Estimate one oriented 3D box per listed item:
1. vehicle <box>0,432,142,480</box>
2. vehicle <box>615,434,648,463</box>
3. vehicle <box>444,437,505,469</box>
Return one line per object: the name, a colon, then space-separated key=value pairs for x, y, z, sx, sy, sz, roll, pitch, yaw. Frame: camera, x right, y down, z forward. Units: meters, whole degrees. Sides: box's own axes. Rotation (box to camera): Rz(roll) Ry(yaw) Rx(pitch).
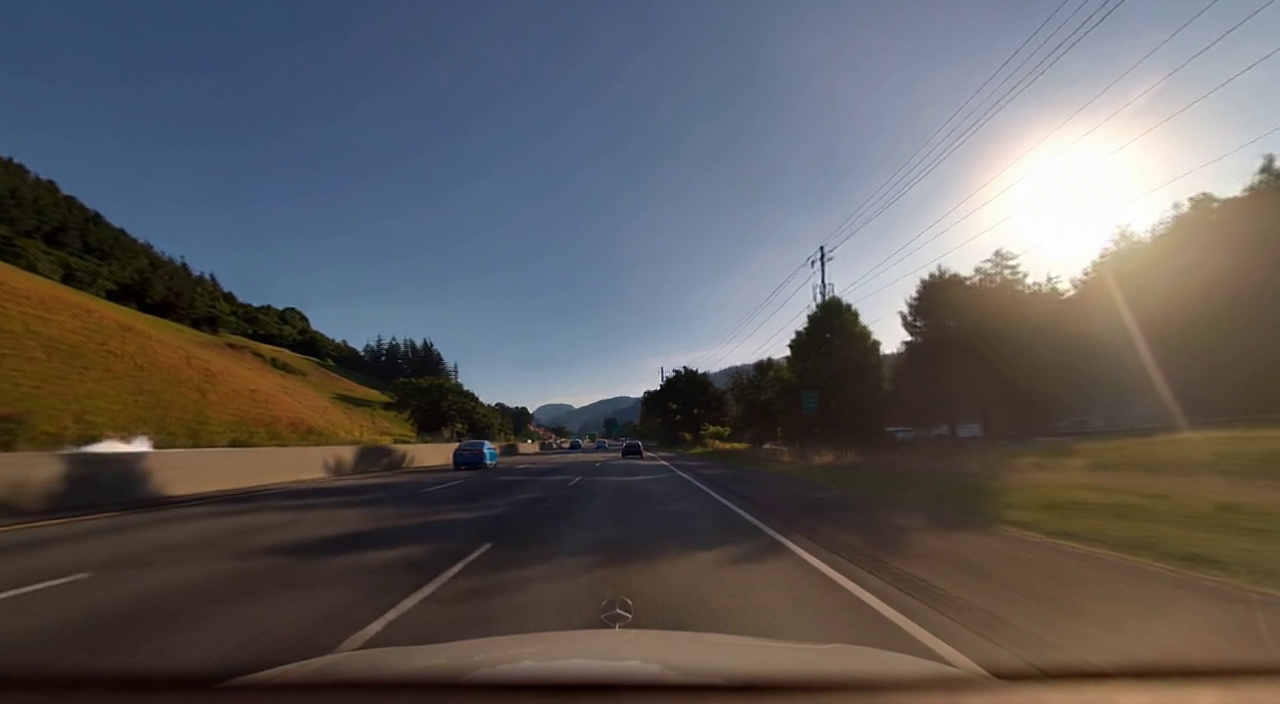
vehicle: x=-20.065 y=3.570 z=21.827 sx=1.896 sy=1.464 sz=4.522 roll=0 pitch=-8 yaw=-1
vehicle: x=-0.539 y=6.247 z=40.896 sx=2.040 sy=1.715 sz=3.906 roll=0 pitch=-8 yaw=-1
vehicle: x=-8.488 y=5.215 z=32.735 sx=2.047 sy=1.486 sz=4.306 roll=0 pitch=-8 yaw=0
